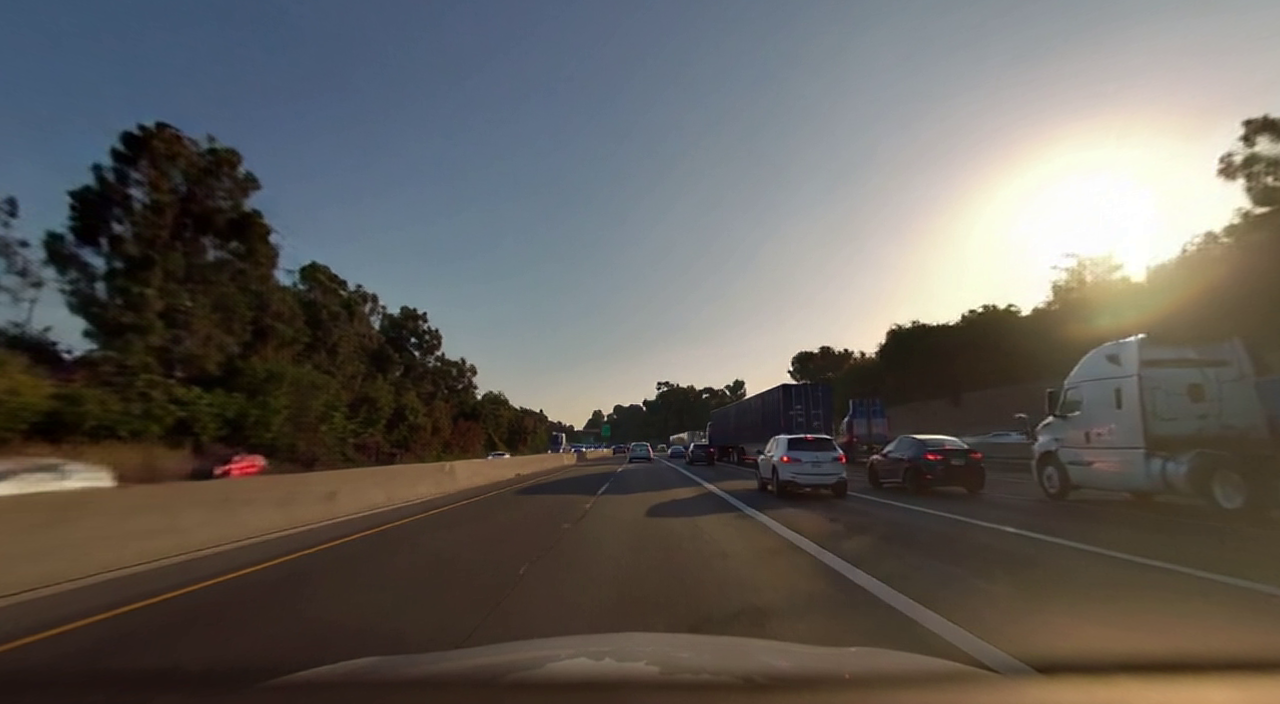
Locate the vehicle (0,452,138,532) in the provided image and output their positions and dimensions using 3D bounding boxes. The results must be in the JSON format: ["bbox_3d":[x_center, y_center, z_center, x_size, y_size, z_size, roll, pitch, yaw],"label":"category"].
[{"bbox_3d":[-13.289,2.854,12.935,1.920,1.481,4.706,0,-8,1],"label":"vehicle"}]

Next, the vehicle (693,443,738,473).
[{"bbox_3d":[4.032,5.726,34.256,1.888,1.501,4.608,0,-8,0],"label":"vehicle"}]

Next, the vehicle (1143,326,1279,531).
[{"bbox_3d":[11.605,0.859,7.590,2.786,3.226,9.750,0,-8,-1],"label":"vehicle"}]

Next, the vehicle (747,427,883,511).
[{"bbox_3d":[3.959,2.705,15.012,1.972,1.693,4.139,0,-8,-1],"label":"vehicle"}]

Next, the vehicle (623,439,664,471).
[{"bbox_3d":[0.240,6.083,37.322,2.313,1.736,4.215,0,-8,1],"label":"vehicle"}]

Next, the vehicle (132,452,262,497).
[{"bbox_3d":[-17.147,4.733,24.594,1.925,1.527,4.257,0,-8,1],"label":"vehicle"}]

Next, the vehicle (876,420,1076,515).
[{"bbox_3d":[7.464,2.597,14.674,1.985,1.835,4.681,0,-8,-1],"label":"vehicle"}]
